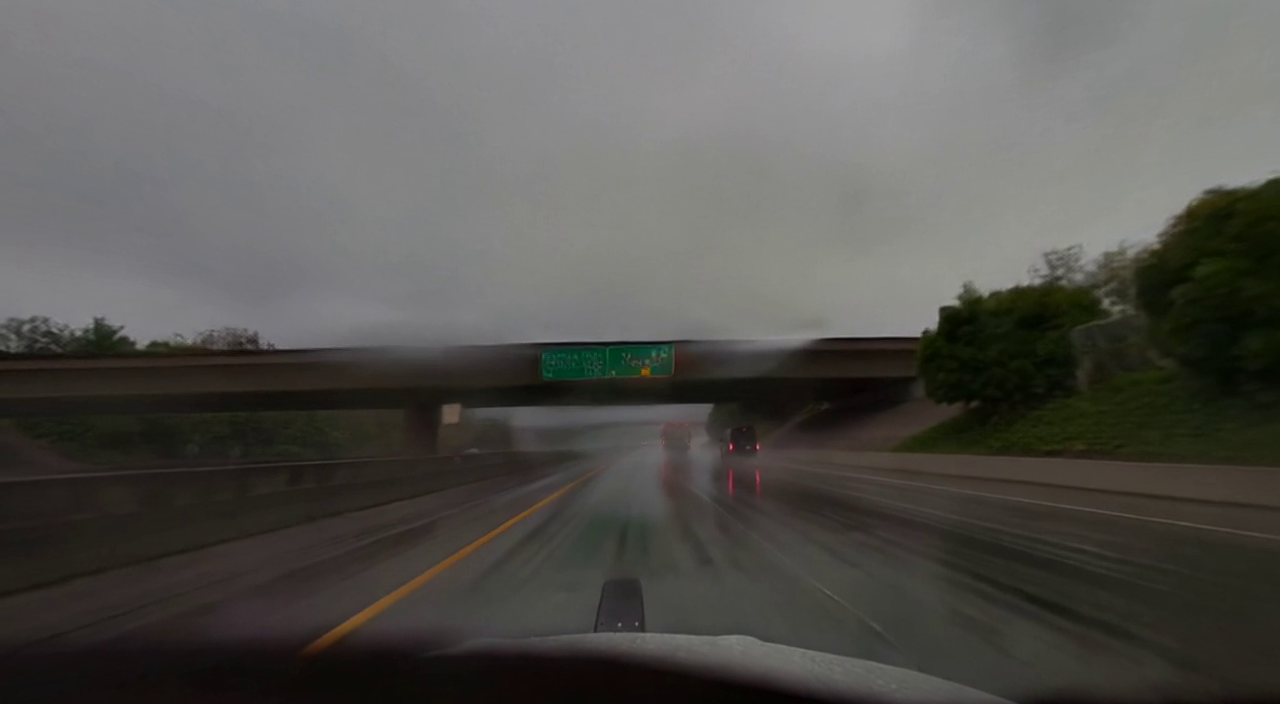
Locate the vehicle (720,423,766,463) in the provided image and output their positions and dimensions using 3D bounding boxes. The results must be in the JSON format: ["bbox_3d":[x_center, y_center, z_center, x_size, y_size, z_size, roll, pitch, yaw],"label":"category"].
[{"bbox_3d":[7.614,6.848,47.280,2.379,2.819,6.294,0,-8,0],"label":"vehicle"}]
